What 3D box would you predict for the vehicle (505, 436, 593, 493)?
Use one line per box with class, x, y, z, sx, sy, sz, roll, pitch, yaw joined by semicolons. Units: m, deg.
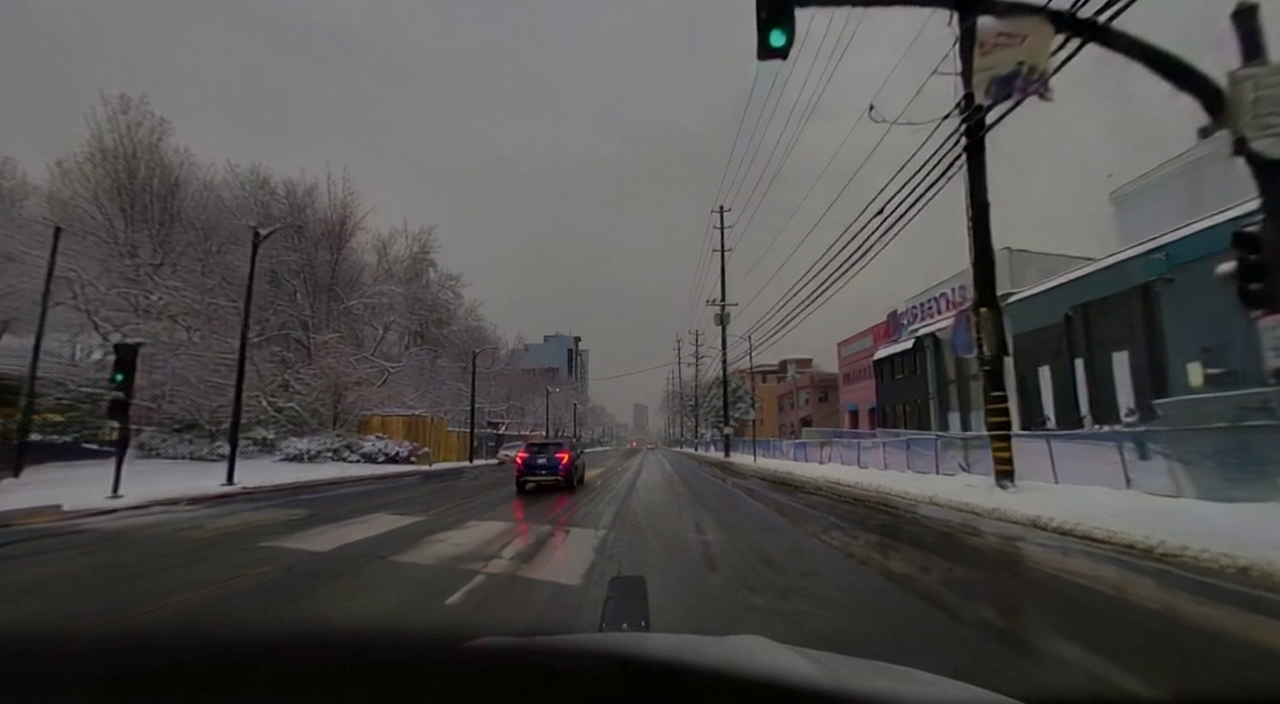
vehicle;-2.745;3.538;20.199;2.036;1.589;4.549;-1;-9;2
